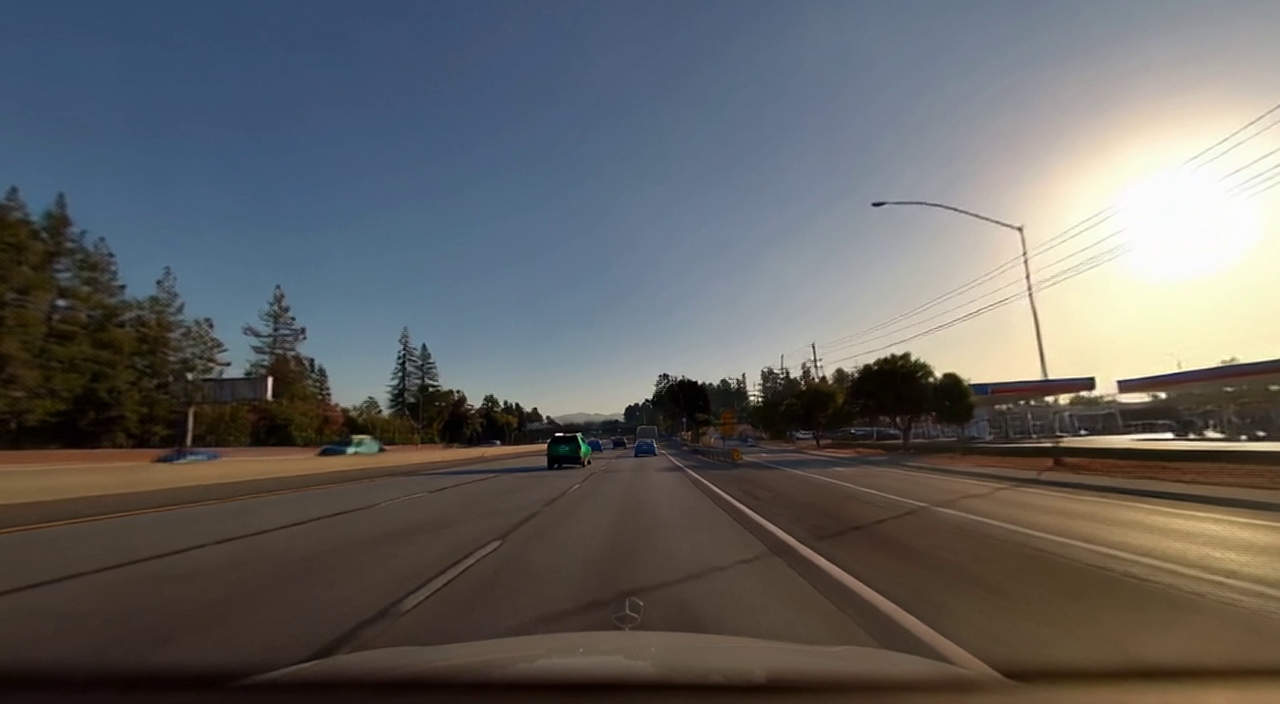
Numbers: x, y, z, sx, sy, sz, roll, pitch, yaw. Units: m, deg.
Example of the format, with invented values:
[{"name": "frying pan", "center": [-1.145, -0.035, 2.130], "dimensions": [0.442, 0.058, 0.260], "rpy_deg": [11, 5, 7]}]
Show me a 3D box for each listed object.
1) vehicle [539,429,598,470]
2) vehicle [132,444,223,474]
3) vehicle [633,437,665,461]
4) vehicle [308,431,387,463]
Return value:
[{"name": "vehicle", "center": [-3.469, 4.843, 31.439], "dimensions": [2.273, 1.884, 4.515], "rpy_deg": [0, -8, 2]}, {"name": "vehicle", "center": [-27.883, 6.468, 38.260], "dimensions": [2.051, 1.686, 4.574], "rpy_deg": [0, -8, 0]}, {"name": "vehicle", "center": [0.561, 6.451, 42.185], "dimensions": [1.982, 1.524, 3.800], "rpy_deg": [0, -8, -1]}, {"name": "vehicle", "center": [-20.393, 6.681, 44.383], "dimensions": [2.388, 2.040, 6.505], "rpy_deg": [0, -8, 0]}]
